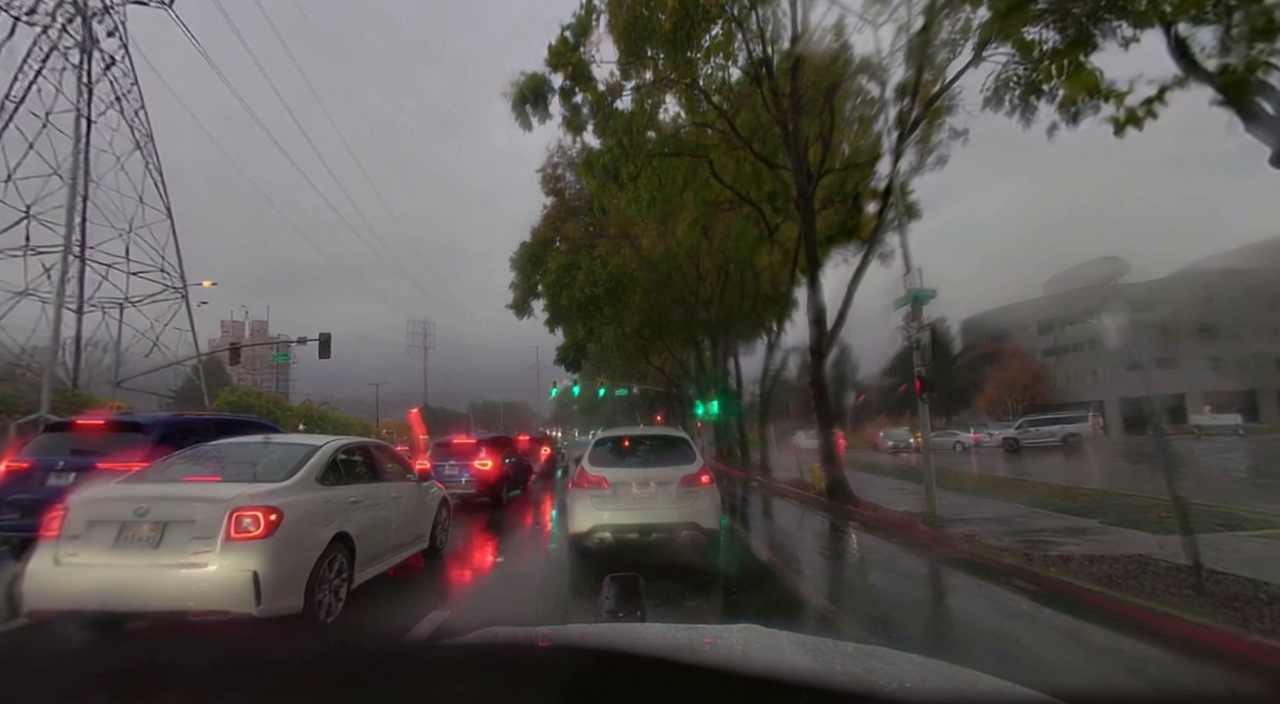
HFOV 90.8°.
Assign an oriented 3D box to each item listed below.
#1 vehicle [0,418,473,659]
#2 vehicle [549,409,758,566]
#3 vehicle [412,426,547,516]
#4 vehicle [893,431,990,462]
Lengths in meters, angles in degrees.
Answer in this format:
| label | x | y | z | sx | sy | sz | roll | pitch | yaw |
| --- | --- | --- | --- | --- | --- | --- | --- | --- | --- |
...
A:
| label | x | y | z | sx | sy | sz | roll | pitch | yaw |
| --- | --- | --- | --- | --- | --- | --- | --- | --- | --- |
| vehicle | -3.181 | 1.484 | 6.214 | 1.973 | 1.469 | 4.448 | 0 | -8 | -1 |
| vehicle | 0.086 | 1.757 | 8.957 | 2.239 | 1.661 | 4.224 | 0 | -8 | -2 |
| vehicle | -3.259 | 2.492 | 13.683 | 1.997 | 1.636 | 3.760 | 0 | -8 | -1 |
| vehicle | 15.084 | 4.741 | 31.731 | 3.858 | 1.437 | 1.899 | 0 | -8 | -5 |
